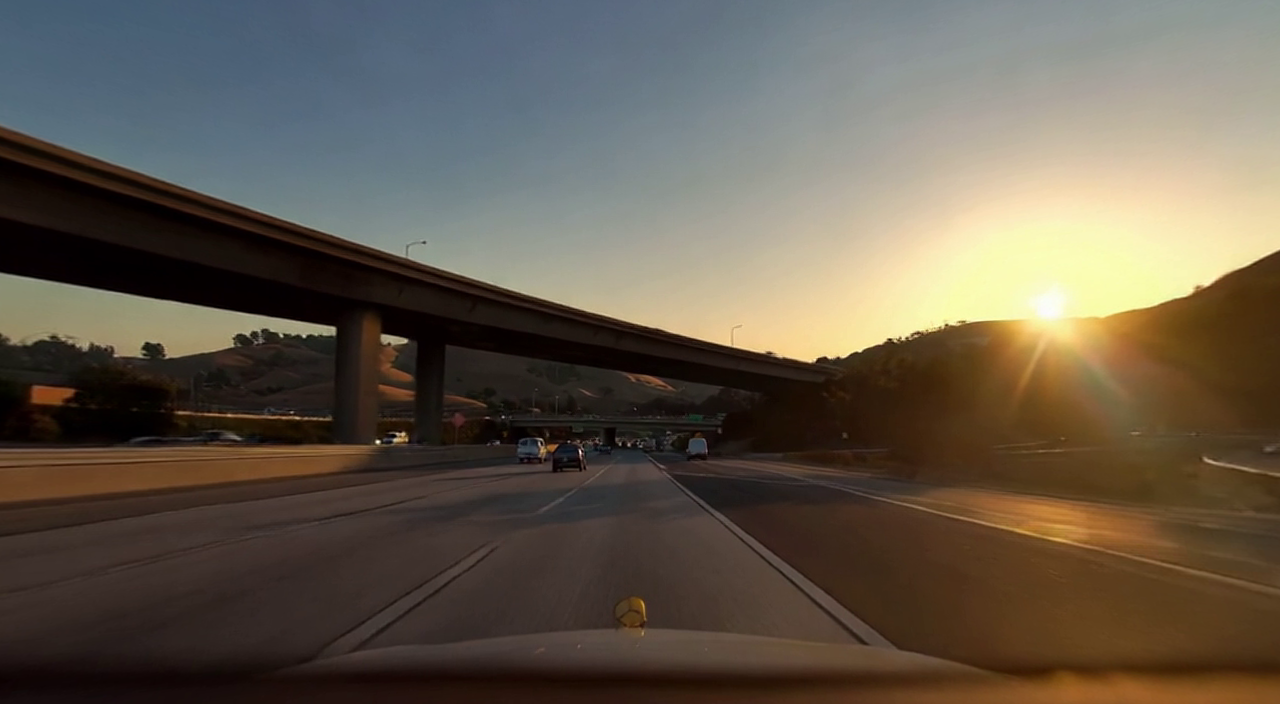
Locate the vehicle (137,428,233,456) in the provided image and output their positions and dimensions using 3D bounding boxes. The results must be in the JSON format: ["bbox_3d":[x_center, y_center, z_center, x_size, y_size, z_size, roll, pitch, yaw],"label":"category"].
[{"bbox_3d":[-30.263,6.082,42.144,2.108,1.733,5.604,-1,-9,2],"label":"vehicle"}]

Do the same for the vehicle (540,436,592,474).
[{"bbox_3d":[-3.868,5.490,33.679,2.144,1.847,4.850,0,-9,1],"label":"vehicle"}]

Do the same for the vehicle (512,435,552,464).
[{"bbox_3d":[-7.909,7.167,46.355,2.132,1.984,4.639,0,-9,0],"label":"vehicle"}]
